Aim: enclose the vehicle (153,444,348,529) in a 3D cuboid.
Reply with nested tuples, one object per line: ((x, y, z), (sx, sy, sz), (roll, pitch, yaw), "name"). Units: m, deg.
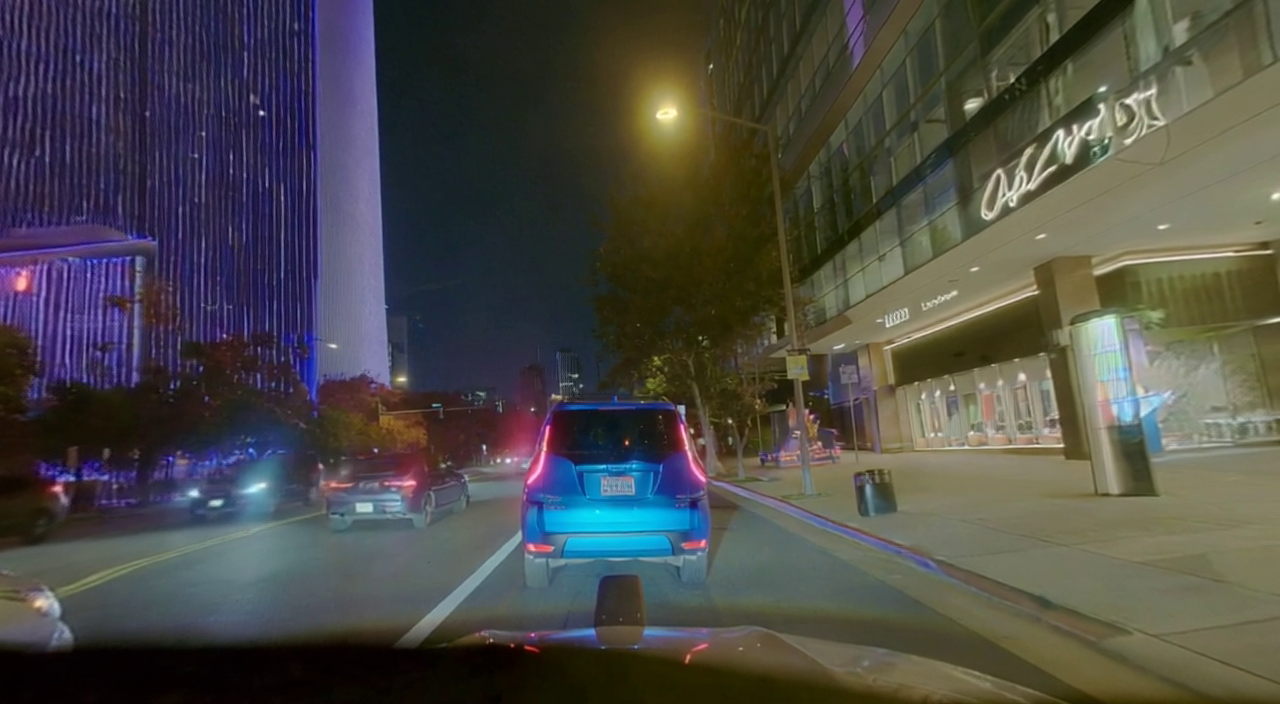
((-8.949, 3.060, 15.072), (1.937, 1.681, 4.297), (0, -8, -1), "vehicle")

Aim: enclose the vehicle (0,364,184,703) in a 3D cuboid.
((-3.224, 0.684, 0.892), (1.971, 1.658, 4.428), (0, -8, -3), "vehicle")

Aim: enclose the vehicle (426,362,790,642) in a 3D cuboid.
((-0.334, 1.353, 6.701), (2.531, 1.930, 4.382), (0, -8, -3), "vehicle")

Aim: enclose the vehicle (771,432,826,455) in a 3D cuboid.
((10.338, 5.970, 41.010), (1.877, 1.416, 3.965), (-8, -12, 39), "vehicle")

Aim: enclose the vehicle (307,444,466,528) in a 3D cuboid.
((-5.102, 2.702, 13.460), (1.876, 1.448, 4.464), (0, -8, -5), "vehicle")
